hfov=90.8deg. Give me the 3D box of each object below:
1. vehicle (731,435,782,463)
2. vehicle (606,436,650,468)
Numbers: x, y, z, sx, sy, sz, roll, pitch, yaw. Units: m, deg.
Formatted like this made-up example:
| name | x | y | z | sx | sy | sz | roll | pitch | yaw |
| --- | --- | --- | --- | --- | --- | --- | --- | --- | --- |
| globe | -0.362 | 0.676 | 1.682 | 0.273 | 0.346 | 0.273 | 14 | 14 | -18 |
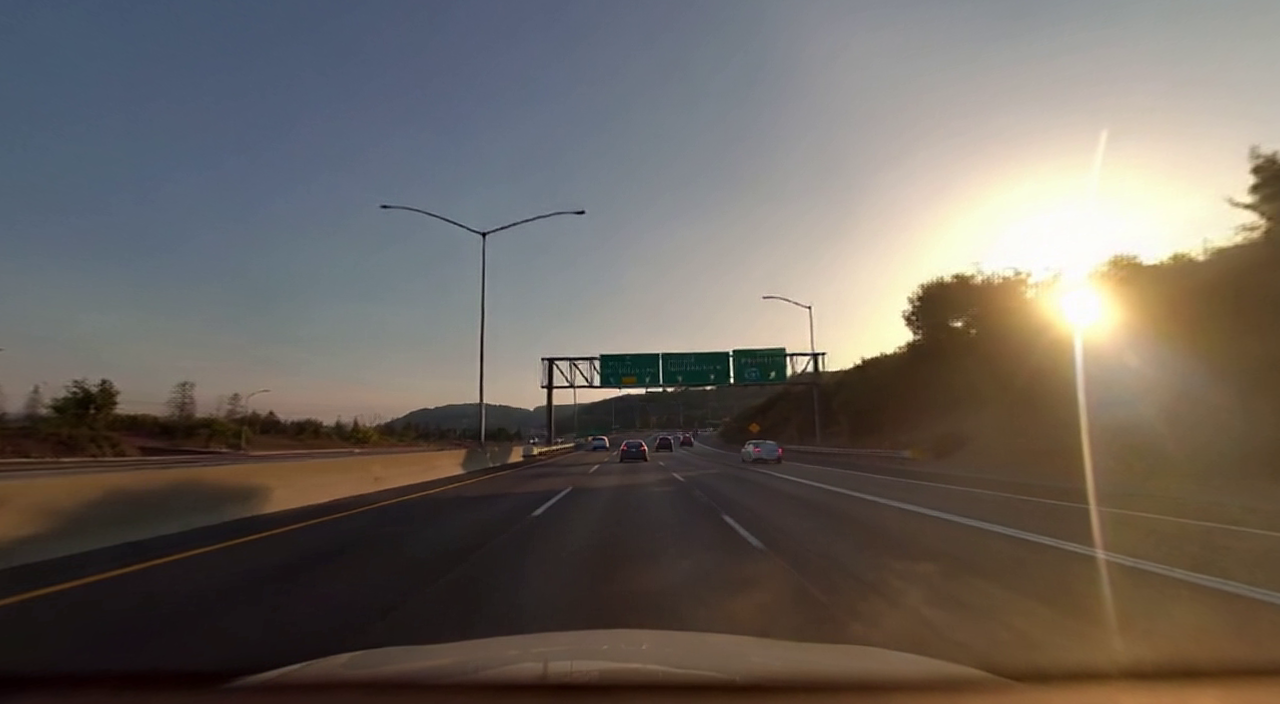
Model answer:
| name | x | y | z | sx | sy | sz | roll | pitch | yaw |
| --- | --- | --- | --- | --- | --- | --- | --- | --- | --- |
| vehicle | 6.587 | 5.538 | 36.062 | 1.935 | 1.478 | 4.433 | 0 | -8 | -2 |
| vehicle | -0.589 | 4.914 | 31.095 | 1.985 | 1.457 | 4.227 | 0 | -8 | -1 |
